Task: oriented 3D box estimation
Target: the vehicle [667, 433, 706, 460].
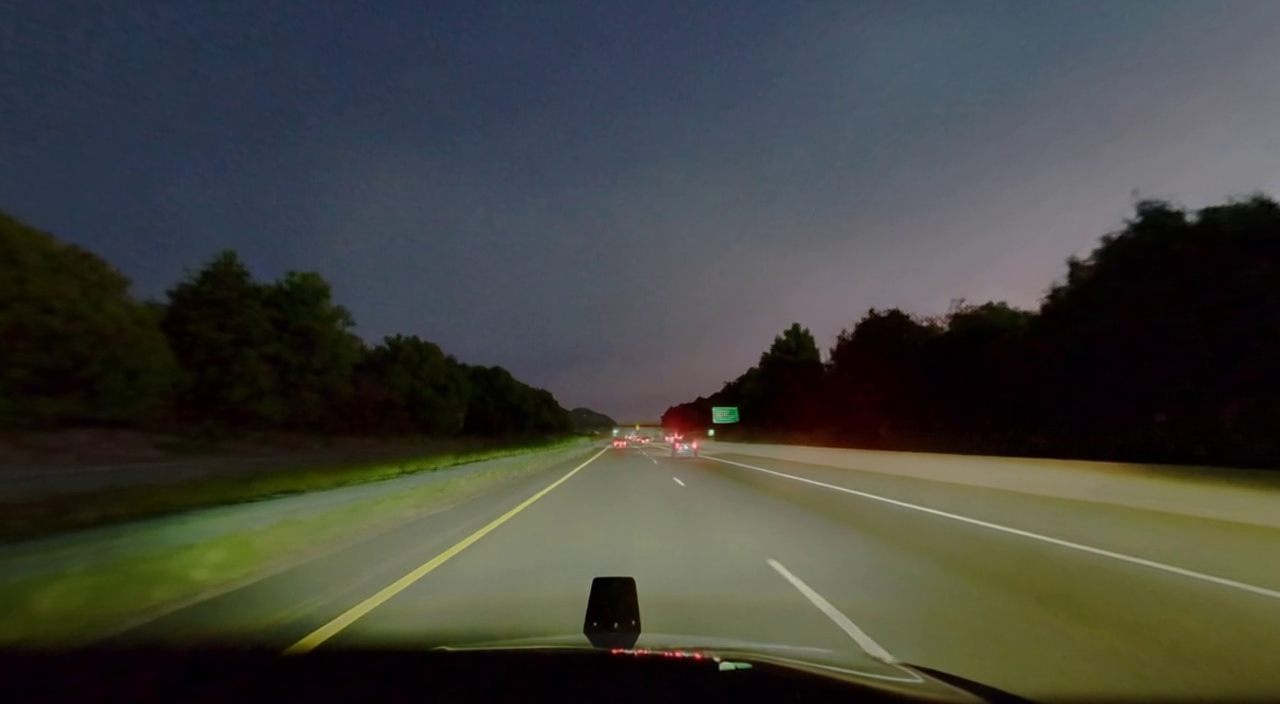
[{"bbox_3d":[2.974,6.172,41.358,2.085,1.681,4.436,0,-8,-2],"label":"vehicle"}]
